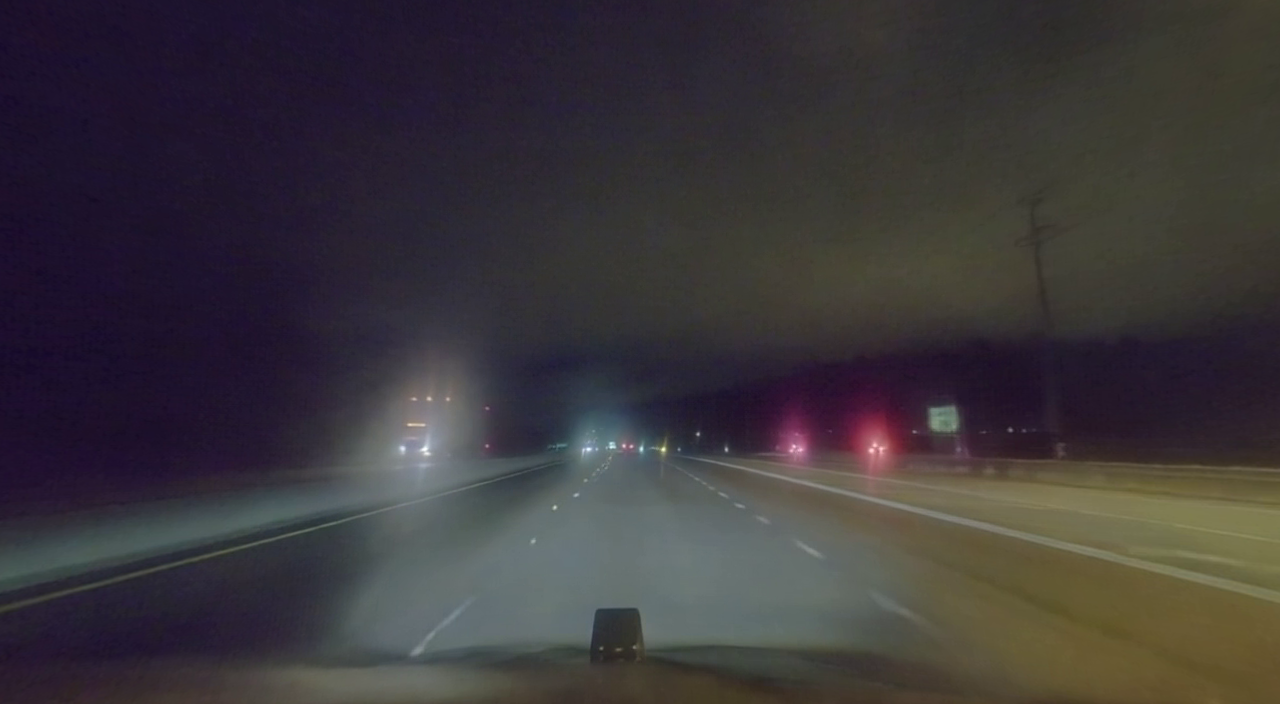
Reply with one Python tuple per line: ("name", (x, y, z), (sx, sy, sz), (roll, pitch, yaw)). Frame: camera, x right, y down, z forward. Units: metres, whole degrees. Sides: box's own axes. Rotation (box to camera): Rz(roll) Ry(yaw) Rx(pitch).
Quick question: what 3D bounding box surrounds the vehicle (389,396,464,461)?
("vehicle", (-15.288, 5.596, 45.612), (3.338, 4.291, 6.206), (0, -8, -2))
